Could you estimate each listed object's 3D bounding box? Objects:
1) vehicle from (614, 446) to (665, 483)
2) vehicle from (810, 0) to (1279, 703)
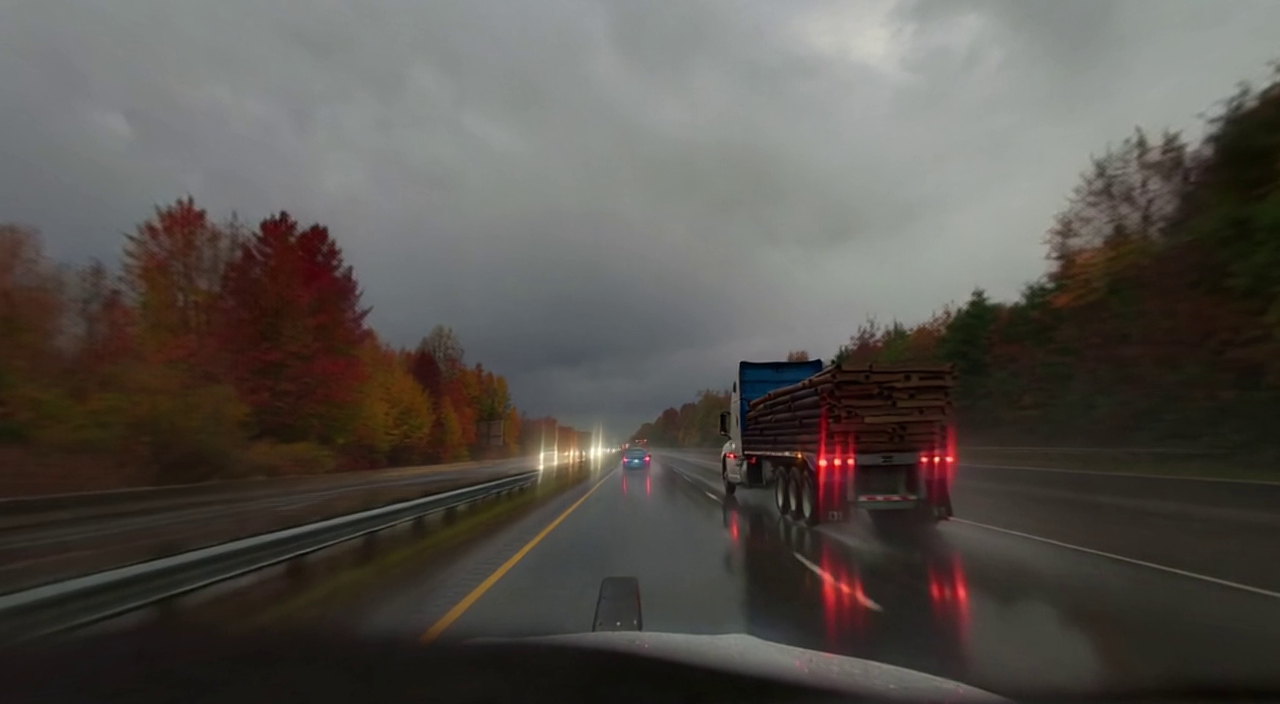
[{"bbox_3d":[-0.029,4.965,28.005,2.099,1.506,4.097,0,-9,0],"label":"vehicle"},{"bbox_3d":[3.986,0.062,4.467,3.004,3.923,8.363,0,-9,-1],"label":"vehicle"}]
